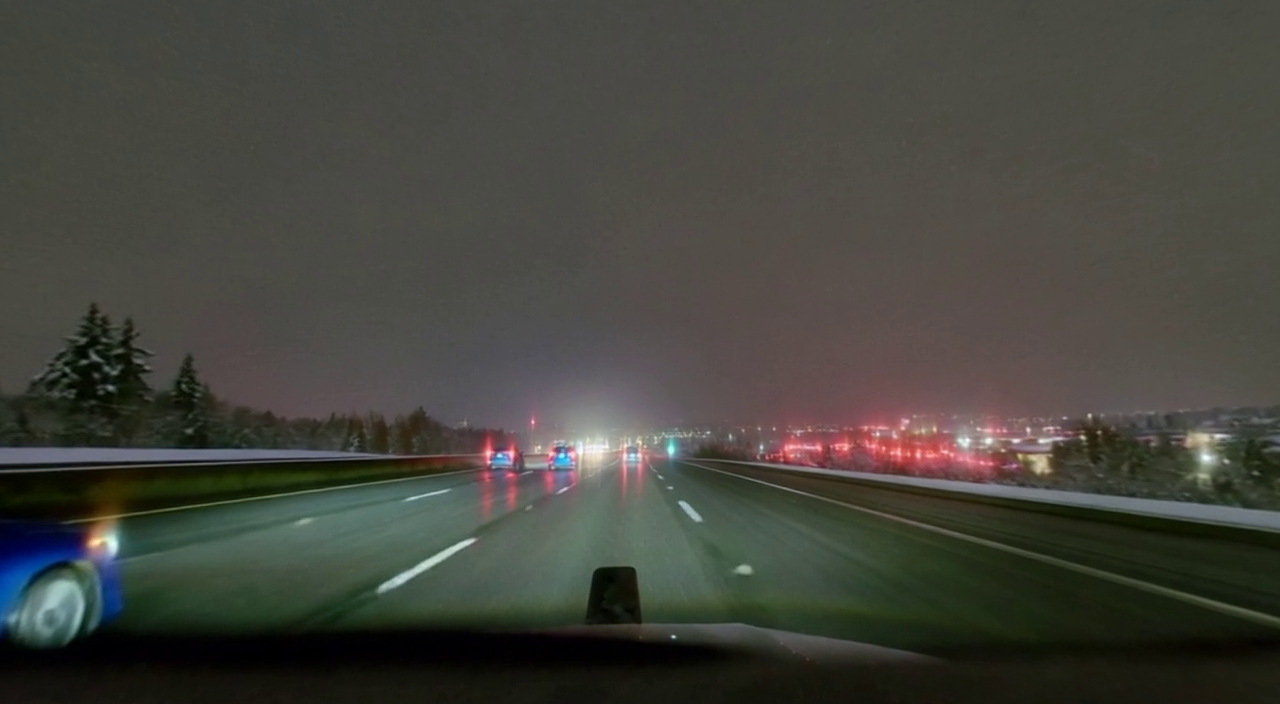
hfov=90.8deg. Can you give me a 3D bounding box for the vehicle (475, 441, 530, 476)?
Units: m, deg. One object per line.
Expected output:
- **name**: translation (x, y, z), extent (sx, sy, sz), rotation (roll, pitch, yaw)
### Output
- **vehicle**: translation (-7.776, 6.072, 36.302), extent (2.040, 1.824, 4.917), rotation (0, -9, 0)

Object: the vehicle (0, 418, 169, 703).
- **vehicle**: translation (-4.050, 0.873, 1.690), extent (2.114, 1.480, 4.473), rotation (0, -9, 0)

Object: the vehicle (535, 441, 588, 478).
- **vehicle**: translation (-3.848, 5.362, 31.668), extent (2.075, 1.702, 4.257), rotation (0, -9, 0)
